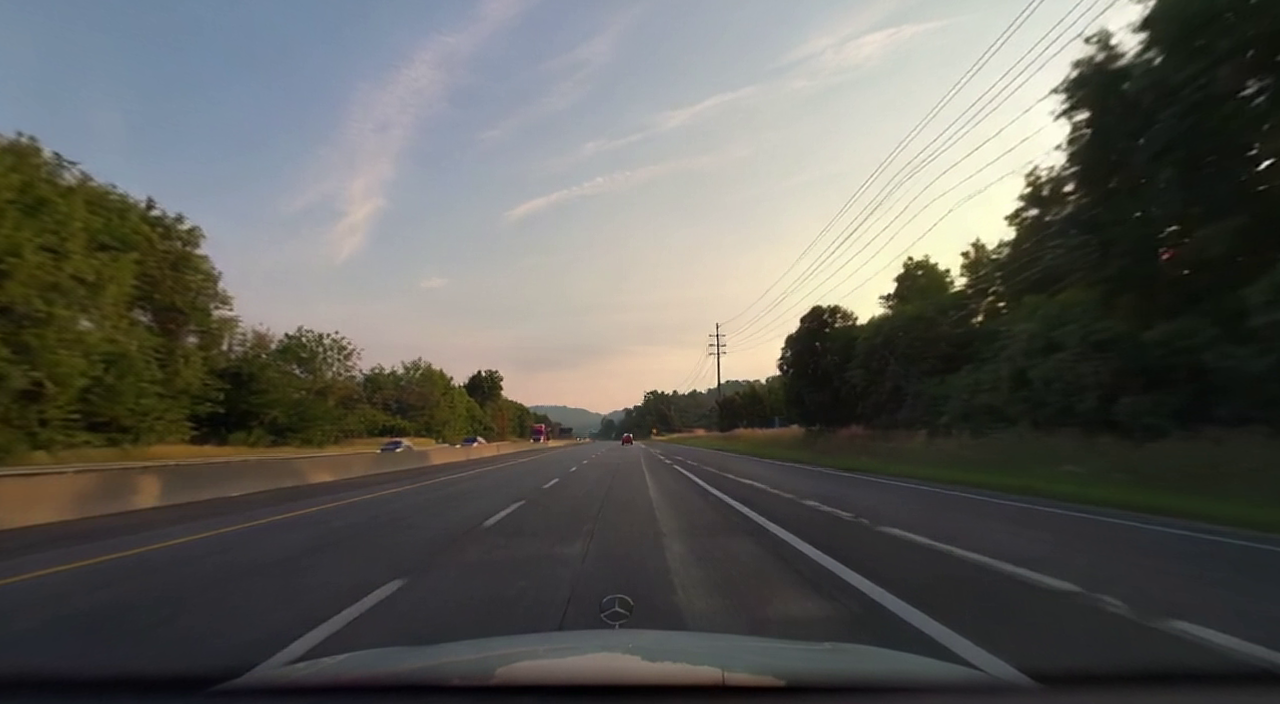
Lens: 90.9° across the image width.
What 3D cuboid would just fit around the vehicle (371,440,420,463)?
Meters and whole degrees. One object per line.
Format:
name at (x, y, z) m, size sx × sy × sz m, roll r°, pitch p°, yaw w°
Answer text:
vehicle at (-17.517, 7.133, 45.318) m, size 1.700 × 1.517 × 4.679 m, roll 0°, pitch -8°, yaw -1°
